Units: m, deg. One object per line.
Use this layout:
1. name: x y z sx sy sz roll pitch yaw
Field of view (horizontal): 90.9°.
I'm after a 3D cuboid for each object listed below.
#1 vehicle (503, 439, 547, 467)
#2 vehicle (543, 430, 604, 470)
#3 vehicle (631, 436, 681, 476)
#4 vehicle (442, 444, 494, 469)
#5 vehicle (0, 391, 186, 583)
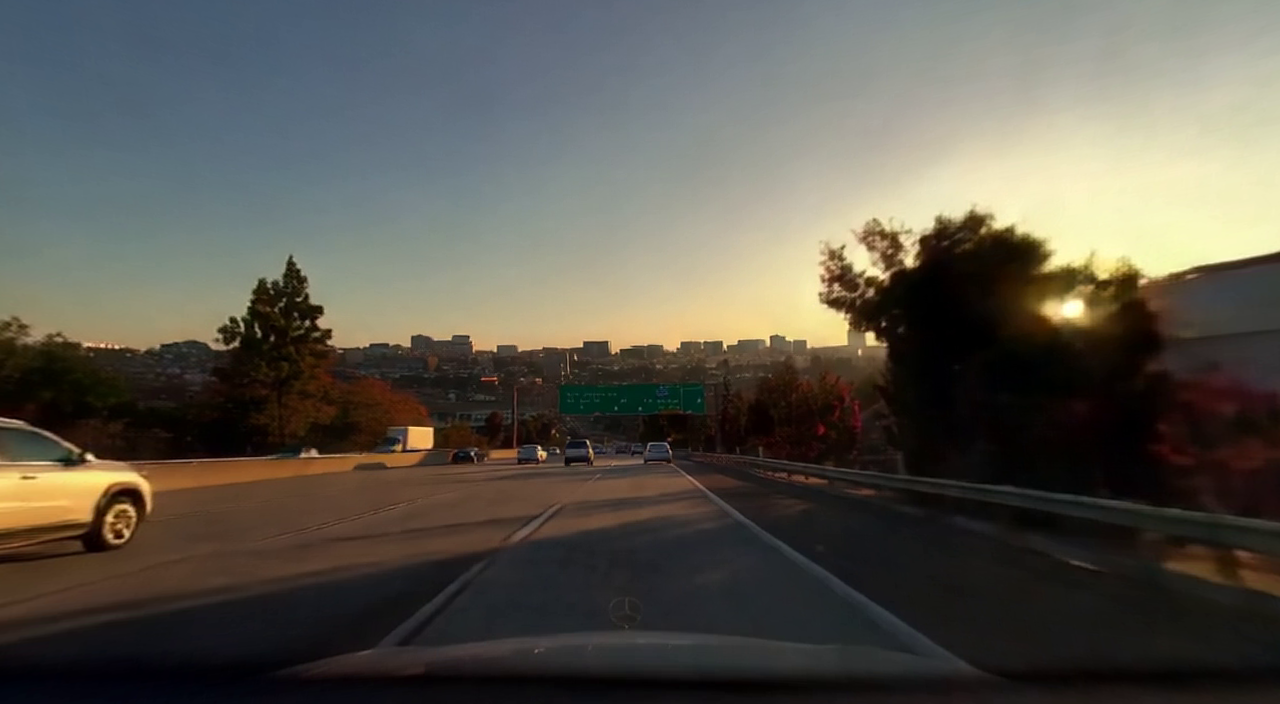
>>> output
1. vehicle: -7.794 6.864 43.195 2.078 1.779 4.610 0 -8 1
2. vehicle: -3.652 5.570 36.099 2.751 2.050 5.761 0 -8 1
3. vehicle: 0.697 4.779 29.278 2.135 1.697 4.757 0 -8 0
4. vehicle: -11.090 6.755 41.006 1.951 1.491 4.697 0 -8 1
5. vehicle: -7.699 1.272 5.756 2.521 1.901 5.988 0 -8 2
